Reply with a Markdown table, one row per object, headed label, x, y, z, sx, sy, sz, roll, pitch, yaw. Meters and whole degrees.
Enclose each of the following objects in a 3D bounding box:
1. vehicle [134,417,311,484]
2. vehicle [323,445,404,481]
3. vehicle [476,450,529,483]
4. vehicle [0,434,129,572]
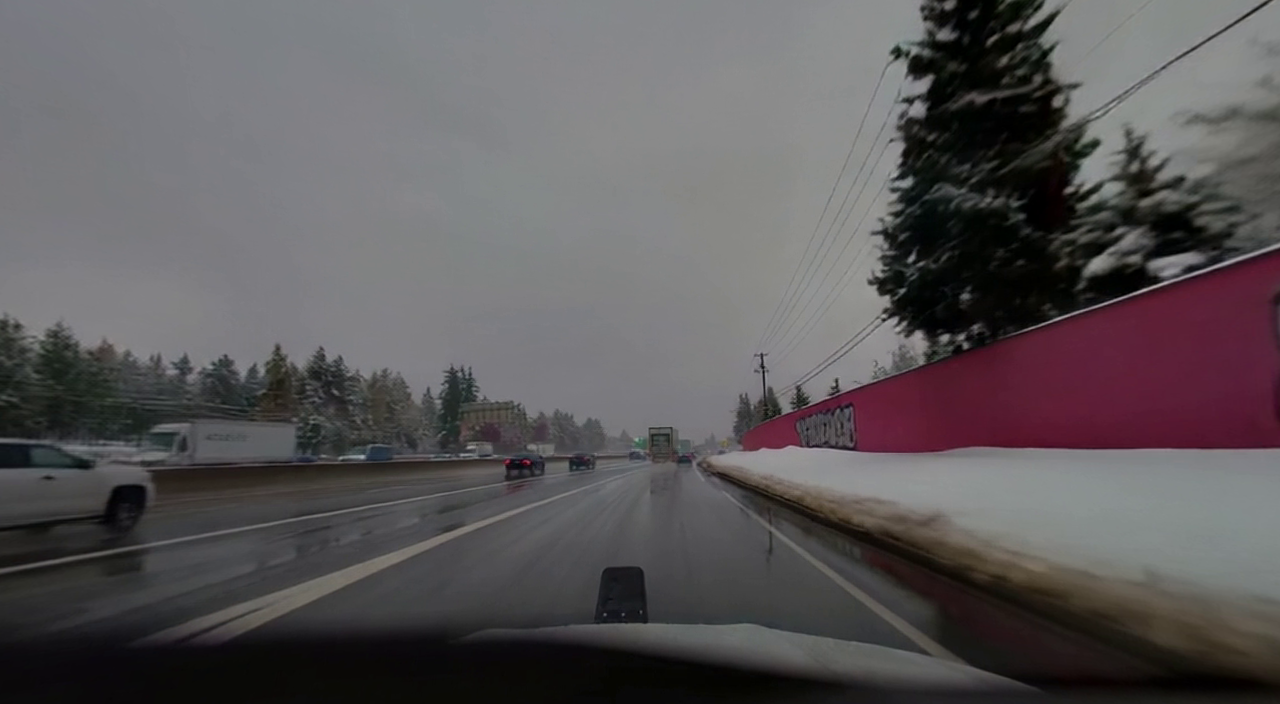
| label | x | y | z | sx | sy | sz | roll | pitch | yaw |
| --- | --- | --- | --- | --- | --- | --- | --- | --- | --- |
| vehicle | -26.621 | 6.455 | 41.410 | 2.905 | 3.731 | 11.444 | -1 | -9 | 6 |
| vehicle | -18.373 | 7.406 | 42.271 | 2.343 | 2.256 | 5.619 | -1 | -9 | 6 |
| vehicle | -6.646 | 5.558 | 30.784 | 1.708 | 1.489 | 2.840 | -1 | -9 | 5 |
| vehicle | -8.337 | 1.701 | 7.008 | 1.966 | 1.565 | 3.766 | -1 | -9 | 4 |
